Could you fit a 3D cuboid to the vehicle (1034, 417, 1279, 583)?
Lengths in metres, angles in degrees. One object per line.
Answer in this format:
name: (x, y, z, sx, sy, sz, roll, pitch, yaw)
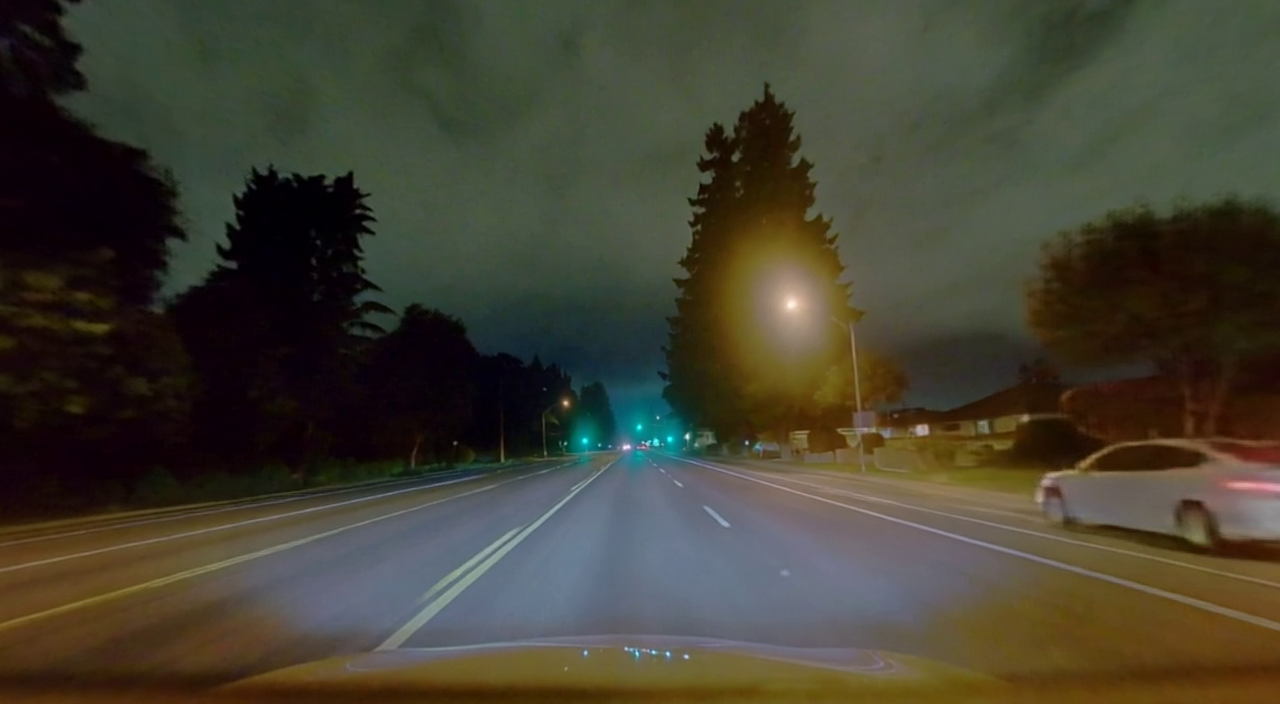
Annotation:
vehicle: (7.338, 1.733, 8.088, 1.965, 1.623, 4.096, 0, -9, 1)
